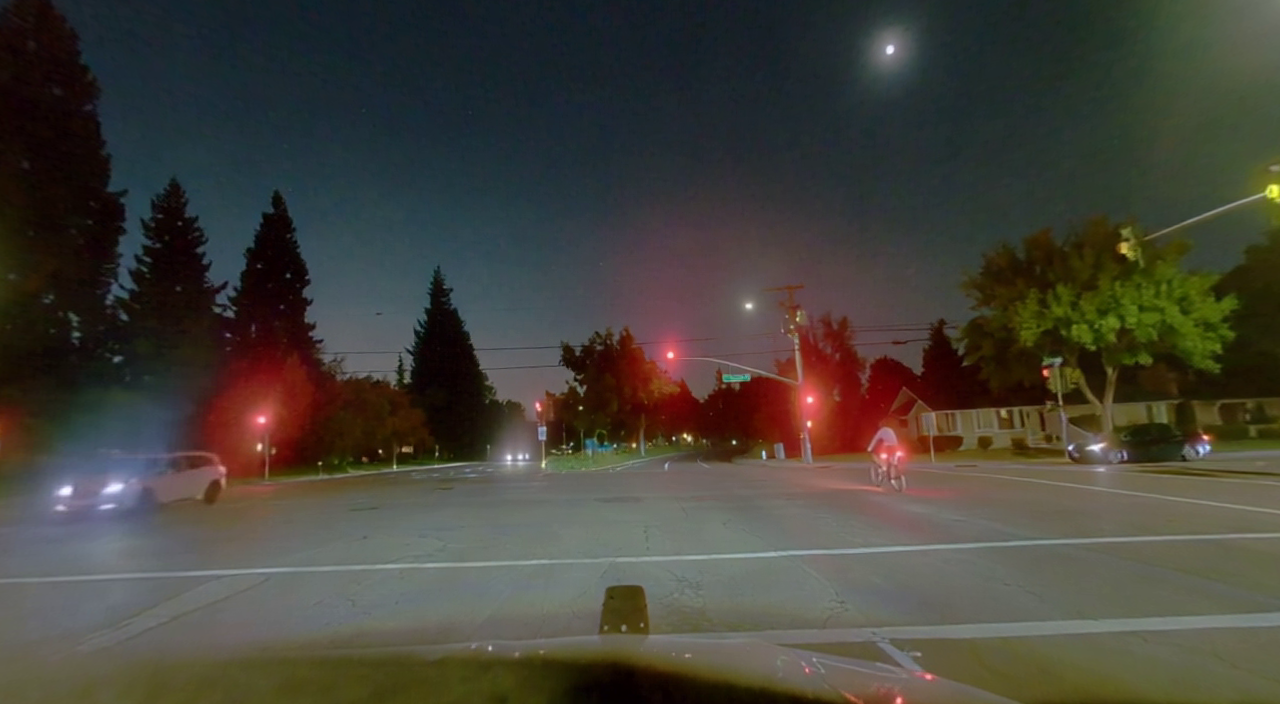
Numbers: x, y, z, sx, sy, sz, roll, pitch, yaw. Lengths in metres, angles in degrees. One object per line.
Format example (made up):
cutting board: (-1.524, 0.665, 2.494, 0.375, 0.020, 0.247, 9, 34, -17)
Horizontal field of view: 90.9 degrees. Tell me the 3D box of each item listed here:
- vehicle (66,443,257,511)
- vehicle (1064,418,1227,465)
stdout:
vehicle: (-14.139, 3.671, 19.075, 2.148, 1.753, 4.558, 0, -9, 0)
vehicle: (17.326, 3.096, 21.752, 3.969, 1.493, 1.823, 0, -9, 1)
